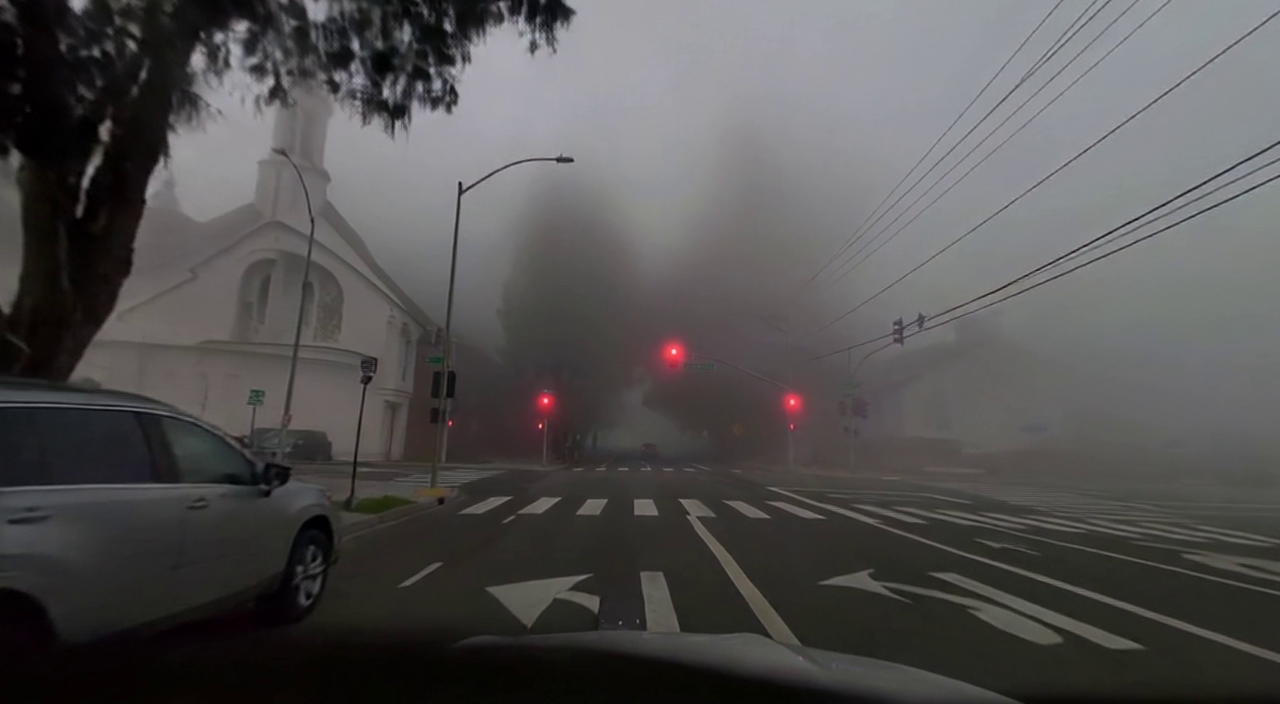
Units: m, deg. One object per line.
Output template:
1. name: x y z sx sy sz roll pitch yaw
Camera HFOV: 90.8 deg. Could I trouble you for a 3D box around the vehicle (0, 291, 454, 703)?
1. vehicle: -3.319 1.006 3.939 2.271 1.885 6.346 0 -9 1
